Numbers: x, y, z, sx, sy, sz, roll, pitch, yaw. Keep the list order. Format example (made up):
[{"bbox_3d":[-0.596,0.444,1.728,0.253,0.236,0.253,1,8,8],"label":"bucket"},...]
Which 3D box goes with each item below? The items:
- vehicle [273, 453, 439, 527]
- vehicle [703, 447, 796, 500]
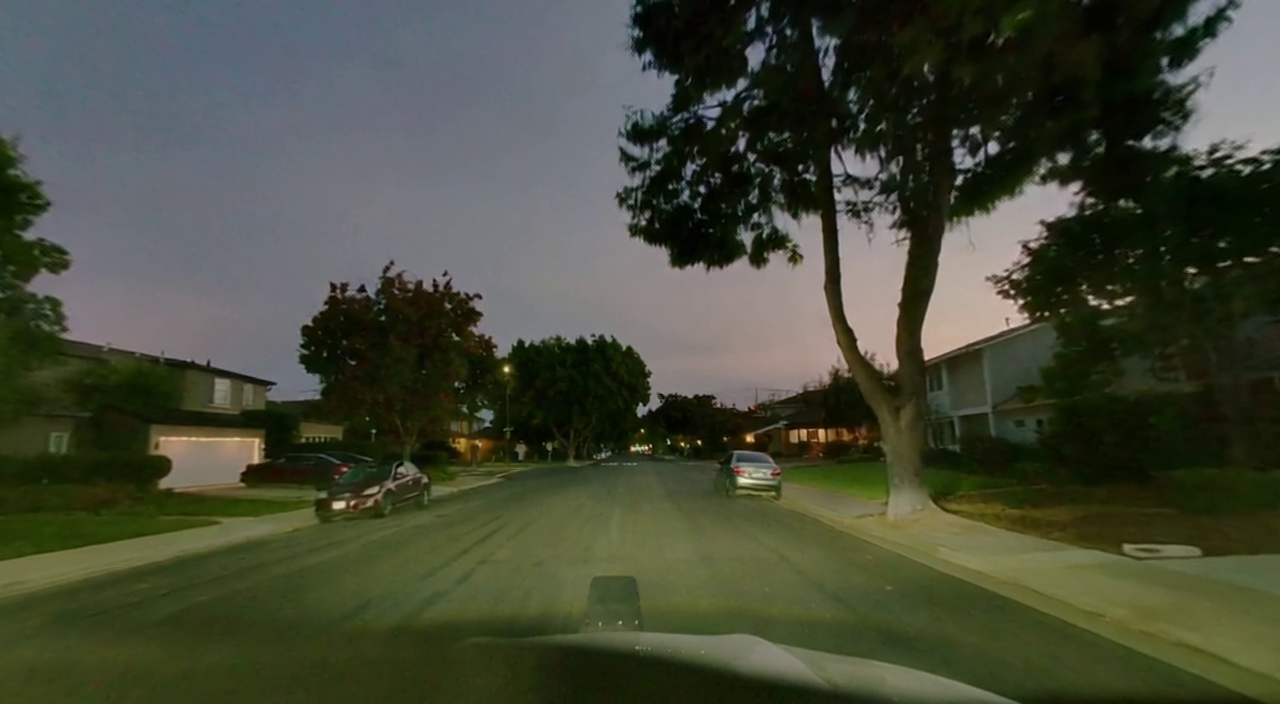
[{"bbox_3d":[-6.650,3.235,15.462,2.035,1.480,4.508,0,-9,-1],"label":"vehicle"},{"bbox_3d":[3.279,3.723,19.838,1.986,1.476,4.306,0,-9,-2],"label":"vehicle"}]
